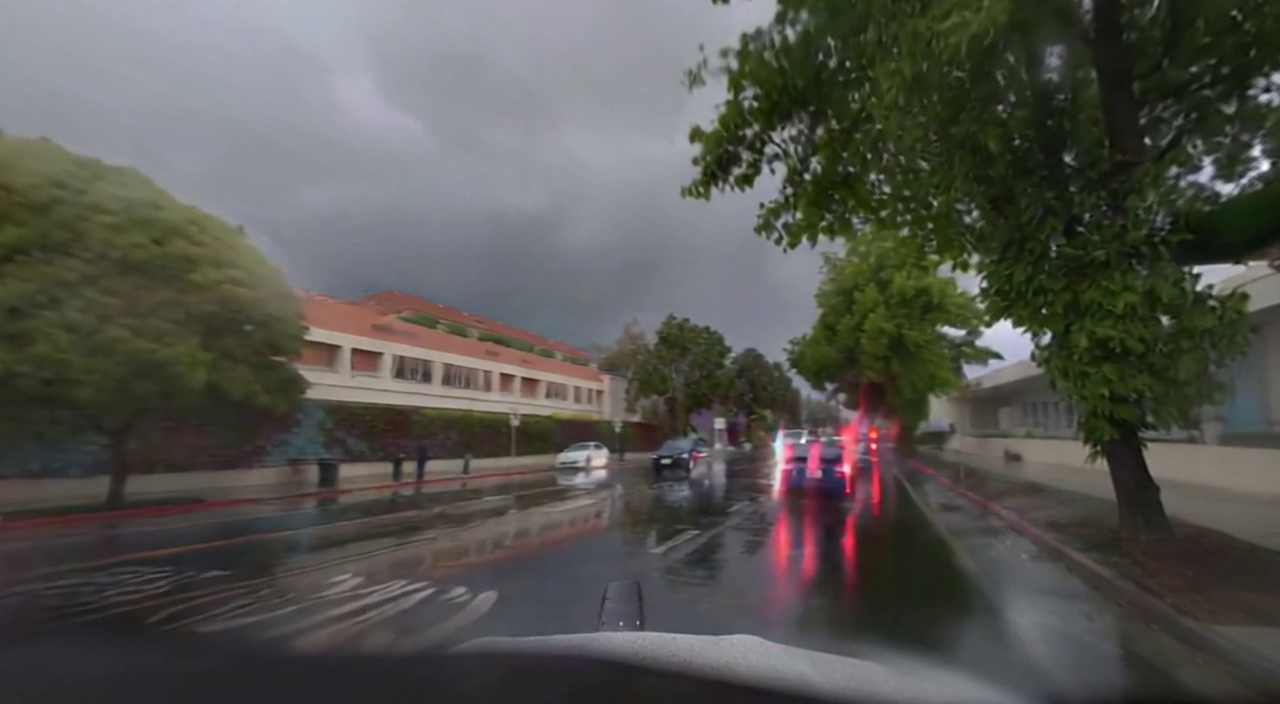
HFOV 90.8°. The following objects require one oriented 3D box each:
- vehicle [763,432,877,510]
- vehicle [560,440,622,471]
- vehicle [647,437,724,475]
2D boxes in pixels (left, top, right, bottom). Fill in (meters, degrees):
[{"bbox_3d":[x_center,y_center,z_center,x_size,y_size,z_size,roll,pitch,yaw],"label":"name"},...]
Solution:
[{"bbox_3d":[4.226,2.594,14.538,2.116,1.479,4.358,-3,-8,19],"label":"vehicle"},{"bbox_3d":[-2.794,6.013,37.083,1.982,1.445,4.458,-8,-9,17],"label":"vehicle"},{"bbox_3d":[2.105,4.512,27.860,2.170,1.465,4.648,-3,-8,20],"label":"vehicle"}]
